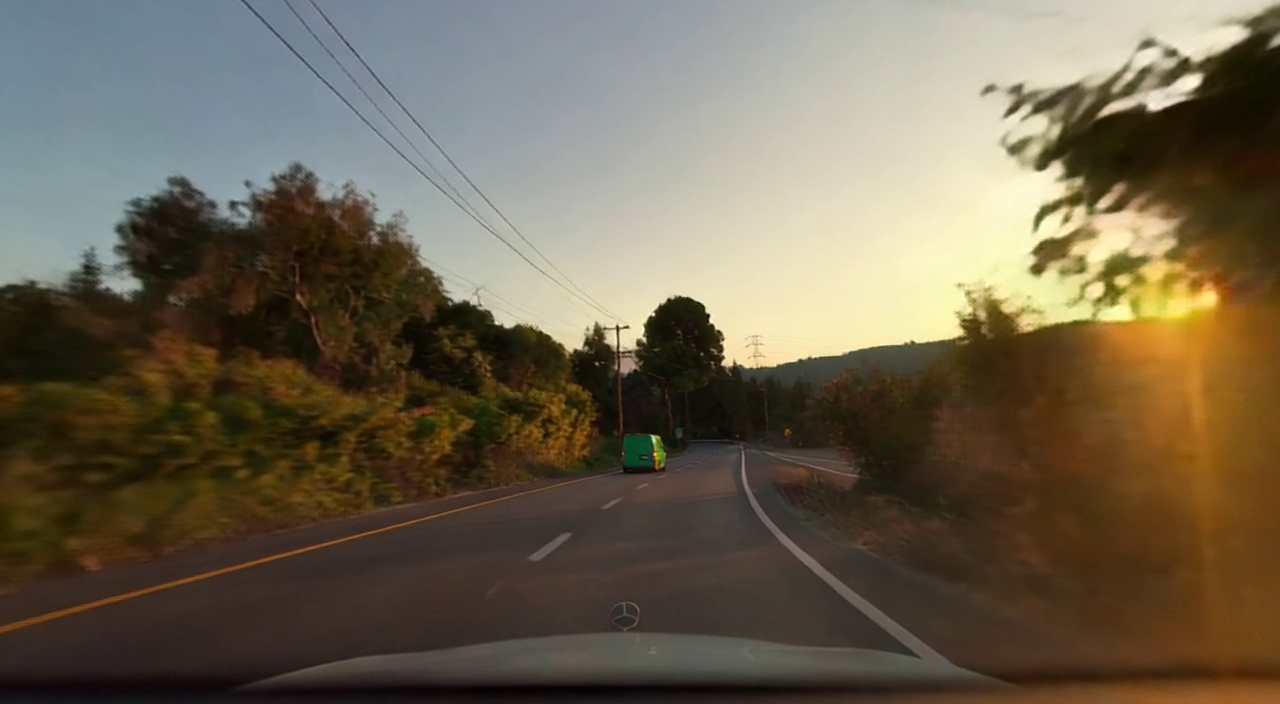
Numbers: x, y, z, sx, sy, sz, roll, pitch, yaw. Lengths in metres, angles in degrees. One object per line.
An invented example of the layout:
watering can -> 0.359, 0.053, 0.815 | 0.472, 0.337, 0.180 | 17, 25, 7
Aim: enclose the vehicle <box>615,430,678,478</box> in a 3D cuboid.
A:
vehicle -> 0.383, 4.705, 29.145 | 2.270, 2.023, 4.632 | -2, -9, 9
